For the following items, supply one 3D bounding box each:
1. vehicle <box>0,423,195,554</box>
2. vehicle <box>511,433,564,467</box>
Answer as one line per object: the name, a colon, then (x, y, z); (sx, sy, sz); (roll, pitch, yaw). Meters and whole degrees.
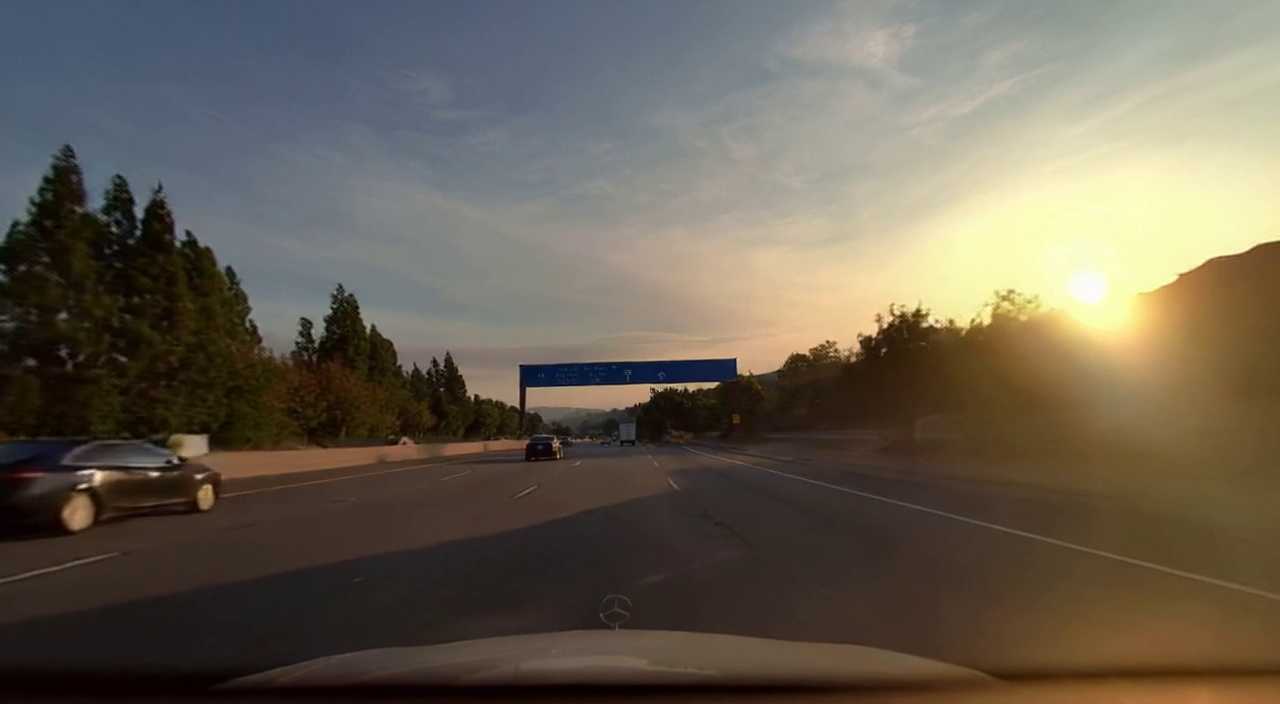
vehicle: (-8.274, 1.680, 8.142); (1.973, 1.470, 4.270); (0, -7, -1)
vehicle: (-4.858, 4.677, 30.290); (1.912, 1.495, 3.703); (0, -7, 0)
